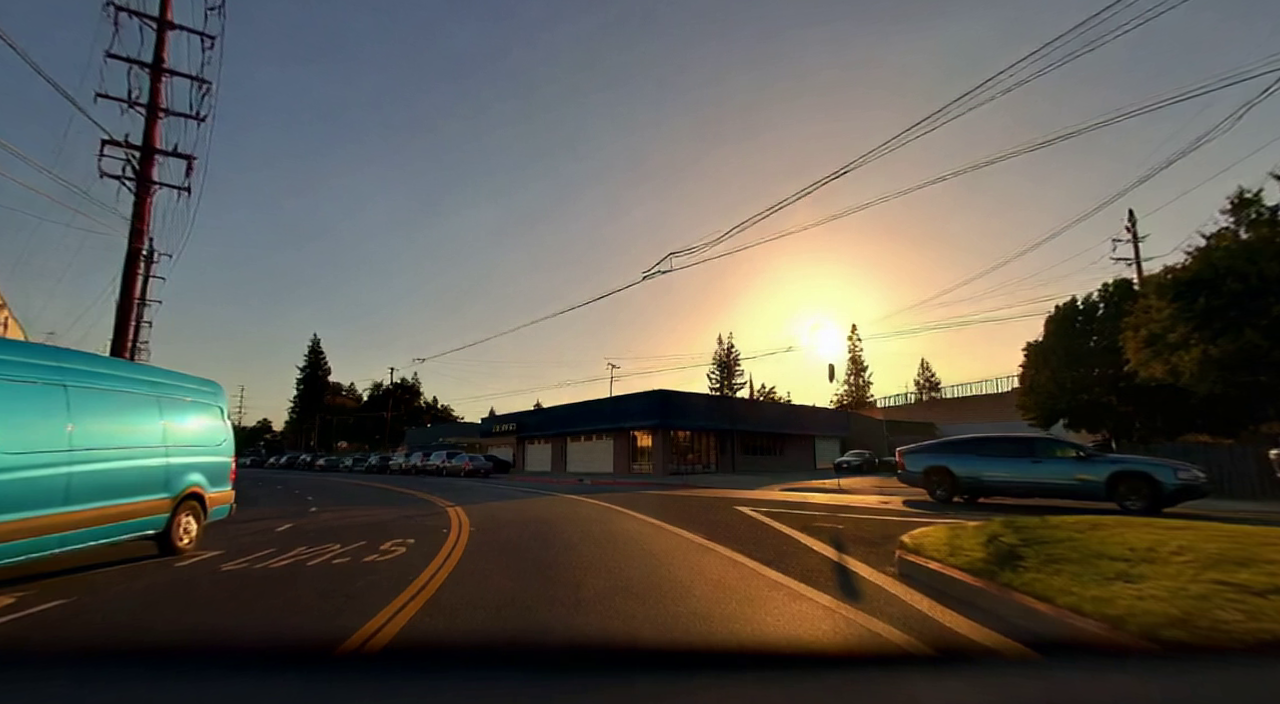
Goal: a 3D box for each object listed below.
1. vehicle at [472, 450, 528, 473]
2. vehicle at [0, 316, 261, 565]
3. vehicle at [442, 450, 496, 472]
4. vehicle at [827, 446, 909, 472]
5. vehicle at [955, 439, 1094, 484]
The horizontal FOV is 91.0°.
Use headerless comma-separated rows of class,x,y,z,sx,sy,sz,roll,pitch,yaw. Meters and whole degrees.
vehicle,-10.207,8.019,46.341,2.074,1.526,4.853,-3,-9,13
vehicle,-11.817,1.618,11.329,3.276,3.922,10.384,-1,-9,1
vehicle,-13.169,8.450,48.870,2.057,1.564,4.502,-3,-9,14
vehicle,14.599,6.843,40.386,4.454,1.504,1.970,0,-9,-6
vehicle,16.225,4.601,26.697,4.543,1.744,2.164,0,-9,-7
